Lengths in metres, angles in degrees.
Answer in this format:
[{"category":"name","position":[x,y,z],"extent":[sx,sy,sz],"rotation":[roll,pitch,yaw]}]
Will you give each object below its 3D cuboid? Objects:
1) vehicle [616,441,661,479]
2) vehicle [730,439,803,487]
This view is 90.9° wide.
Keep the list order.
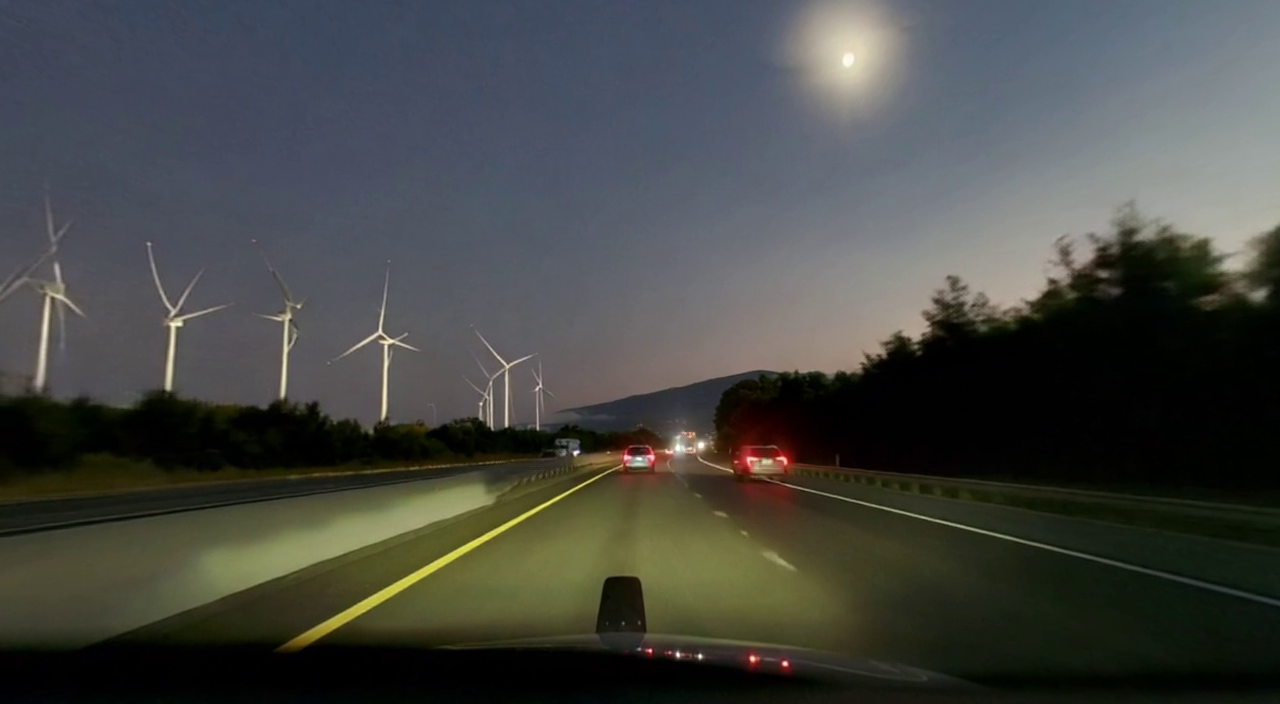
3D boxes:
[{"category":"vehicle","position":[-0.045,5.272,31.005],"extent":[2.038,1.723,4.150],"rotation":[0,-9,1]},{"category":"vehicle","position":[4.944,4.389,25.265],"extent":[2.040,1.721,4.507],"rotation":[0,-9,1]}]
